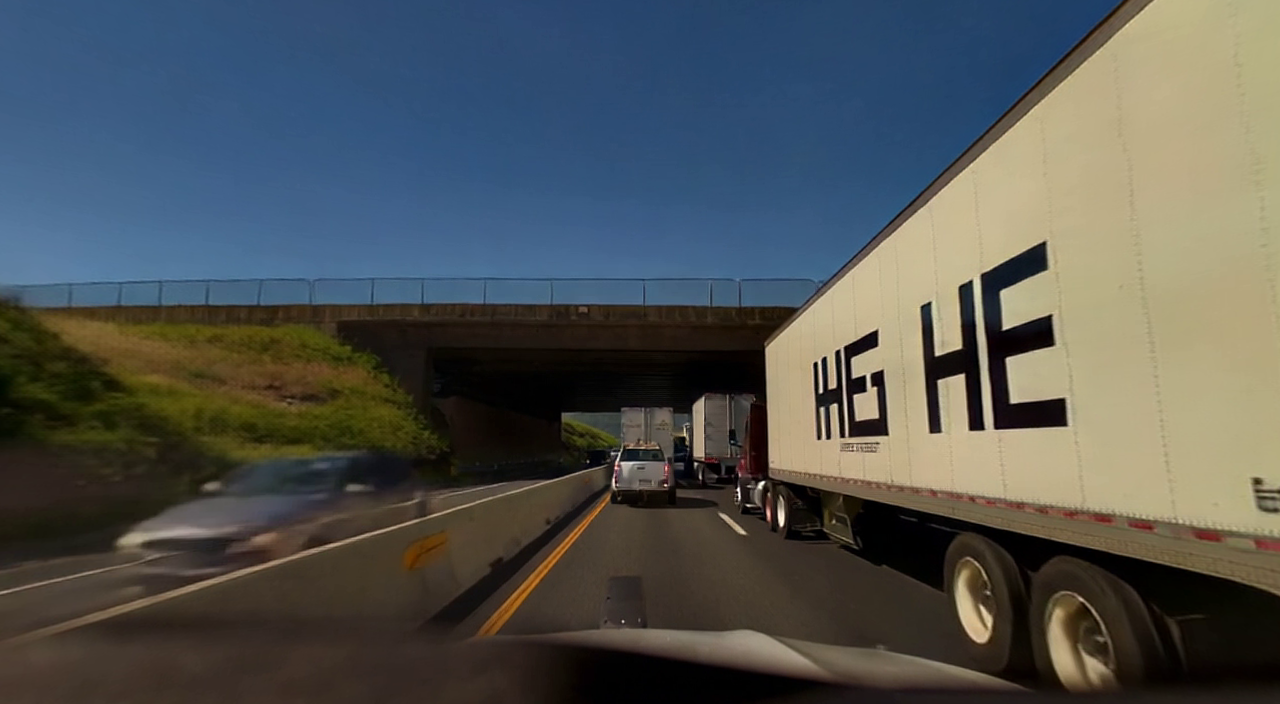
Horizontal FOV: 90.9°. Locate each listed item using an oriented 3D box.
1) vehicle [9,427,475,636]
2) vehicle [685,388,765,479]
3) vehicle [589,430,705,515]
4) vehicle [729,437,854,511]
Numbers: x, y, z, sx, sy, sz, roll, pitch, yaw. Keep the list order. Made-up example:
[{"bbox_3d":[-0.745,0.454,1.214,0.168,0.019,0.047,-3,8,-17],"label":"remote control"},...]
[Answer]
[{"bbox_3d":[-3.498,1.660,6.850,2.091,1.489,4.397,-1,-9,2],"label":"vehicle"},{"bbox_3d":[3.996,4.106,31.188,2.948,3.974,6.480,0,-9,0],"label":"vehicle"},{"bbox_3d":[0.187,2.685,14.413,2.256,1.615,4.114,-1,-9,2],"label":"vehicle"},{"bbox_3d":[3.423,2.842,15.070,1.972,1.505,3.946,-1,-9,0],"label":"vehicle"}]
